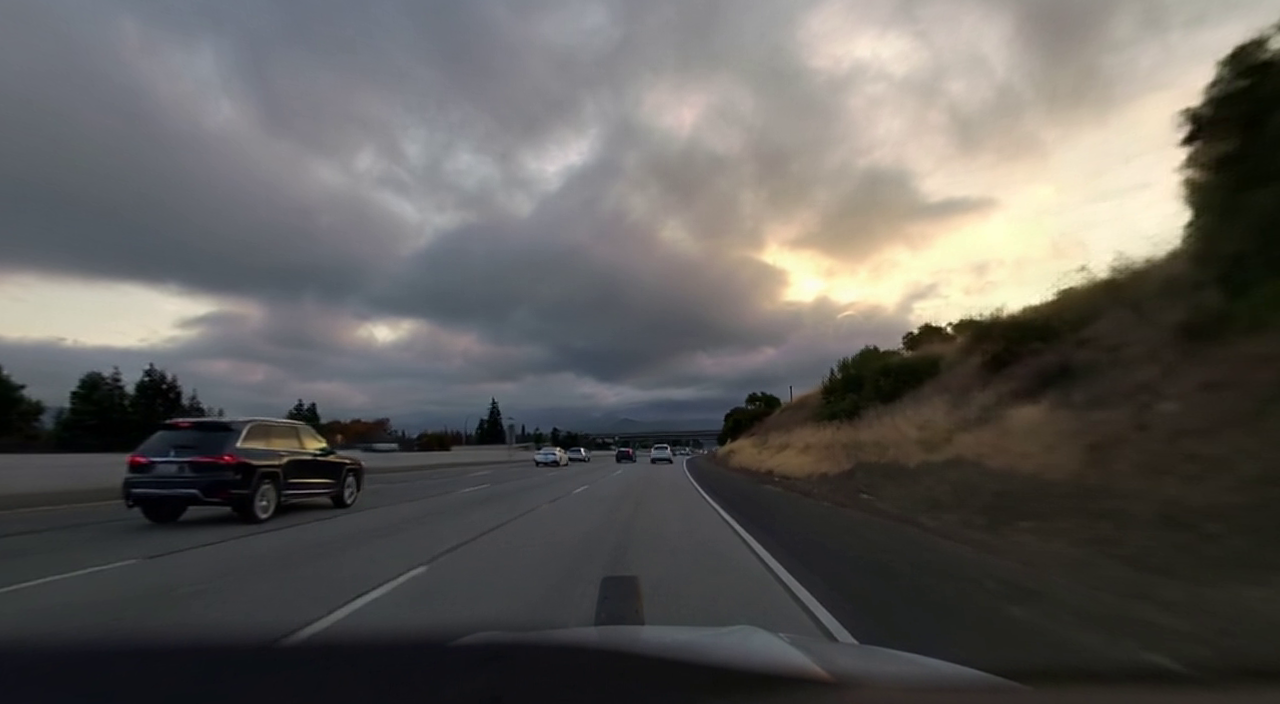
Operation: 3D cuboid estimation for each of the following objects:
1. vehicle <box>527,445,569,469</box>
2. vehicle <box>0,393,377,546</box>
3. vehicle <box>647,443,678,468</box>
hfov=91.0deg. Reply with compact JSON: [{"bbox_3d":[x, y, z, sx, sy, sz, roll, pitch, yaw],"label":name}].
[{"bbox_3d":[-6.169,7.087,42.808,1.986,1.534,4.255,-1,-9,4],"label":"vehicle"},{"bbox_3d":[-7.079,1.935,10.987,2.438,1.967,5.596,0,-9,1],"label":"vehicle"},{"bbox_3d":[1.683,7.442,45.574,2.141,1.706,4.065,-1,-9,3],"label":"vehicle"}]
